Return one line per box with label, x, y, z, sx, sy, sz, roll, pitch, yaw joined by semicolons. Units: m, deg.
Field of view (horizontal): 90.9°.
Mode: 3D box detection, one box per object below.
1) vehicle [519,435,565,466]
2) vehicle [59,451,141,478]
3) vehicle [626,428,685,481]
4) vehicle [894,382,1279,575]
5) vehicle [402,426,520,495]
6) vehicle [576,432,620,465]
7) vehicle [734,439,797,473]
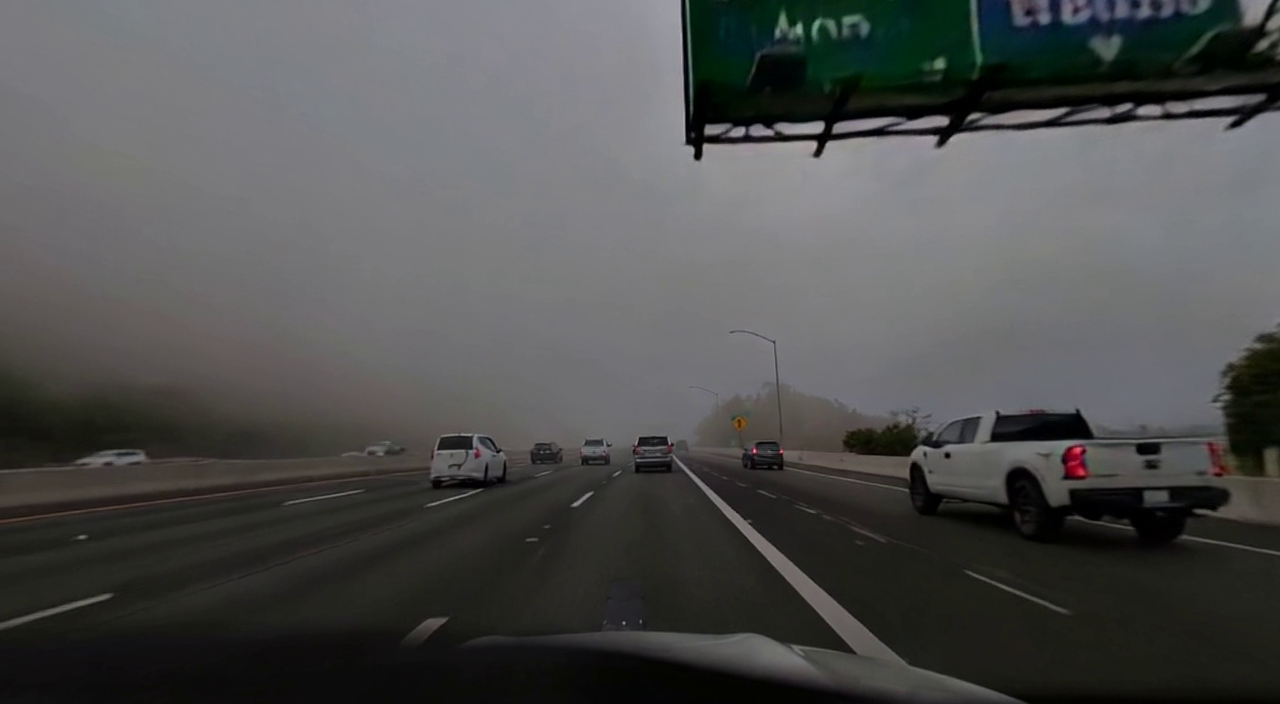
vehicle;-6.101;6.231;39.861;2.036;1.813;4.564;-1;-8;2
vehicle;-29.230;6.092;34.271;1.461;1.361;3.314;0;-8;1
vehicle;0.556;3.844;23.854;2.052;1.808;3.898;0;-8;1
vehicle;5.499;1.571;8.535;2.029;1.859;4.669;0;-8;-1
vehicle;-5.280;3.278;19.427;2.160;1.799;5.001;0;-8;0
vehicle;-2.619;6.273;41.014;2.316;1.999;5.765;0;-8;1
vehicle;5.736;4.815;29.386;1.998;1.456;4.338;0;-8;-1
